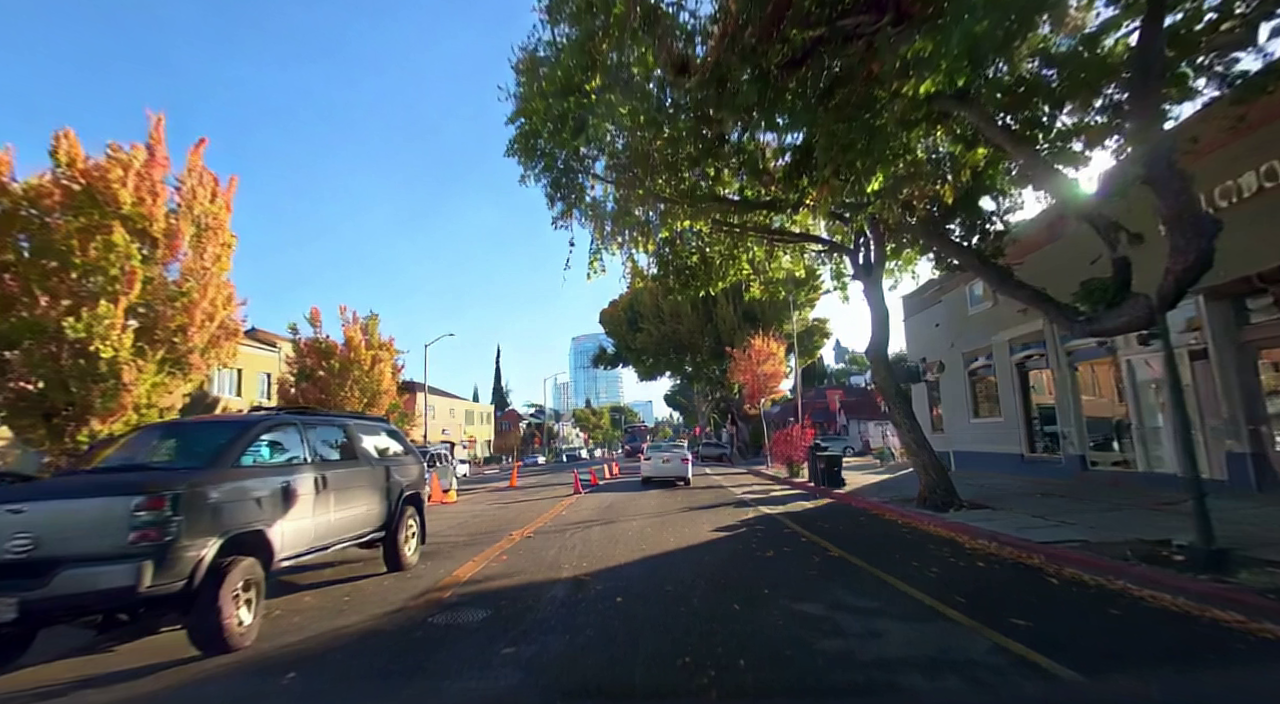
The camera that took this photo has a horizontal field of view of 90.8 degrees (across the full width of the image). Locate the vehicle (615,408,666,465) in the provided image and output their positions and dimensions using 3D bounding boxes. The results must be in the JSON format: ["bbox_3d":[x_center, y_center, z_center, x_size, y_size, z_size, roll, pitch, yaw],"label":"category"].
[{"bbox_3d":[0.049,5.875,43.312,2.977,3.271,12.748,0,-8,0],"label":"vehicle"}]

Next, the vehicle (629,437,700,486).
[{"bbox_3d":[0.841,3.666,21.487,2.159,1.506,4.086,0,-8,2],"label":"vehicle"}]

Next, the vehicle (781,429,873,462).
[{"bbox_3d":[11.460,5.747,38.948,4.859,1.914,2.333,0,-8,-4],"label":"vehicle"}]

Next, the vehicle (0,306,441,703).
[{"bbox_3d":[-4.212,1.228,5.515,2.500,2.128,6.396,-2,-8,4],"label":"vehicle"}]
